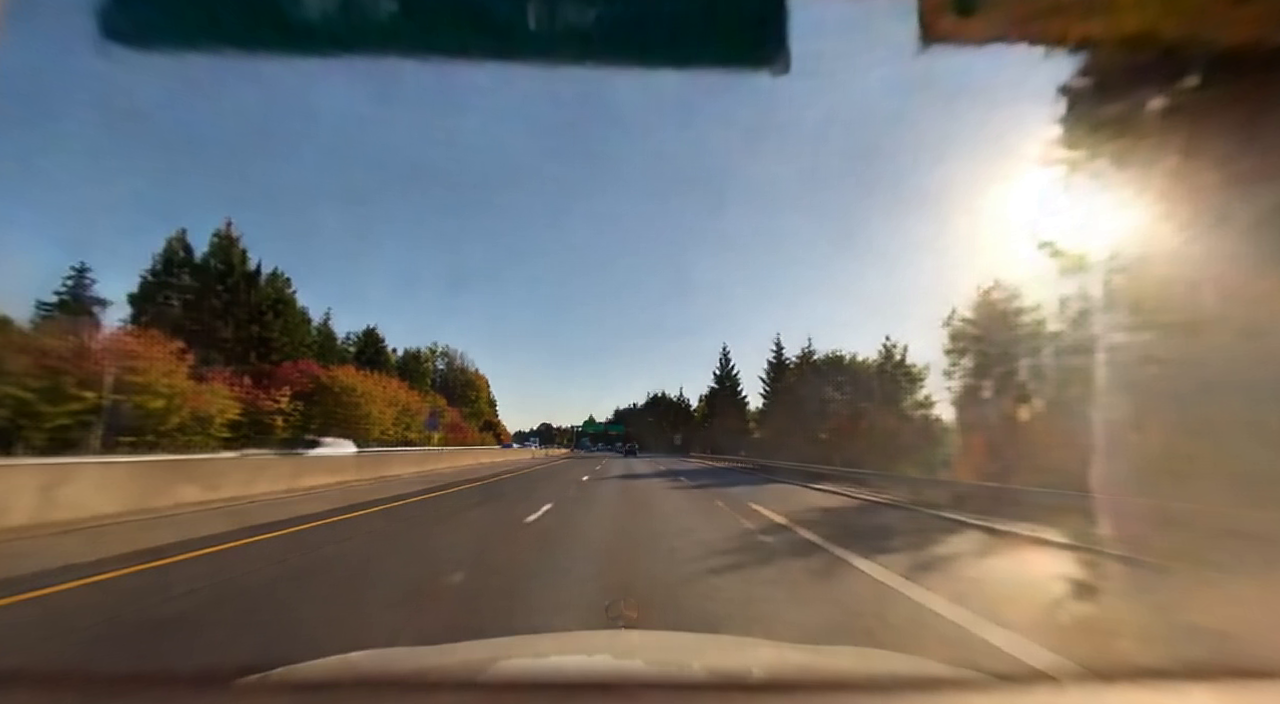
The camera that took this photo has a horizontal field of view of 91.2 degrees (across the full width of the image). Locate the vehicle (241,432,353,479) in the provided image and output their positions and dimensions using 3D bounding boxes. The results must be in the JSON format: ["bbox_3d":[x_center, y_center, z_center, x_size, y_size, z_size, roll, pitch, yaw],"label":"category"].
[{"bbox_3d":[-12.340,3.763,22.873,1.851,1.525,4.105,0,-9,-2],"label":"vehicle"}]
